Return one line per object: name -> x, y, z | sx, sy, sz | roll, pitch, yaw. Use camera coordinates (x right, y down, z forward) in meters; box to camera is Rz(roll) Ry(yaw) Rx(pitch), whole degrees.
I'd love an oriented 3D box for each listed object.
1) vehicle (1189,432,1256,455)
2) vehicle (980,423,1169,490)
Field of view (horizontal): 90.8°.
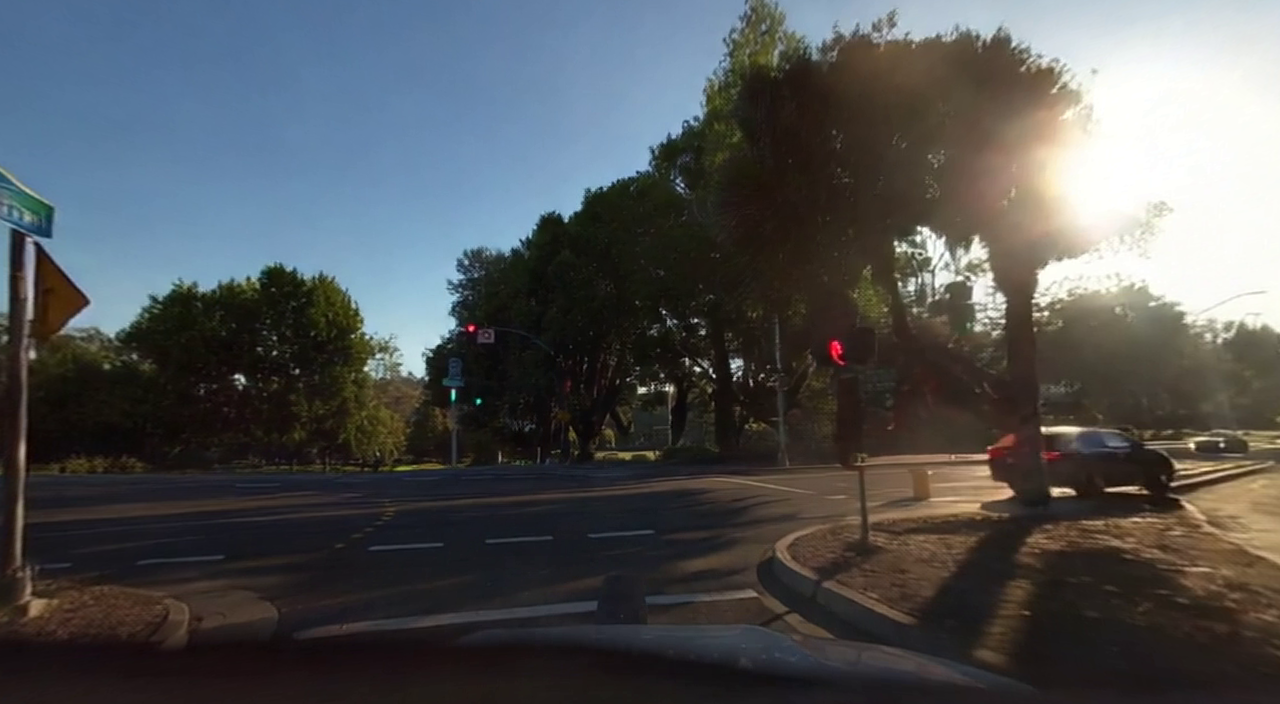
vehicle -> 42.777, 6.687, 46.371 | 4.483, 1.605, 2.025 | 4, -9, -27
vehicle -> 11.755, 2.777, 17.106 | 4.545, 1.602, 2.014 | 4, -9, -24
